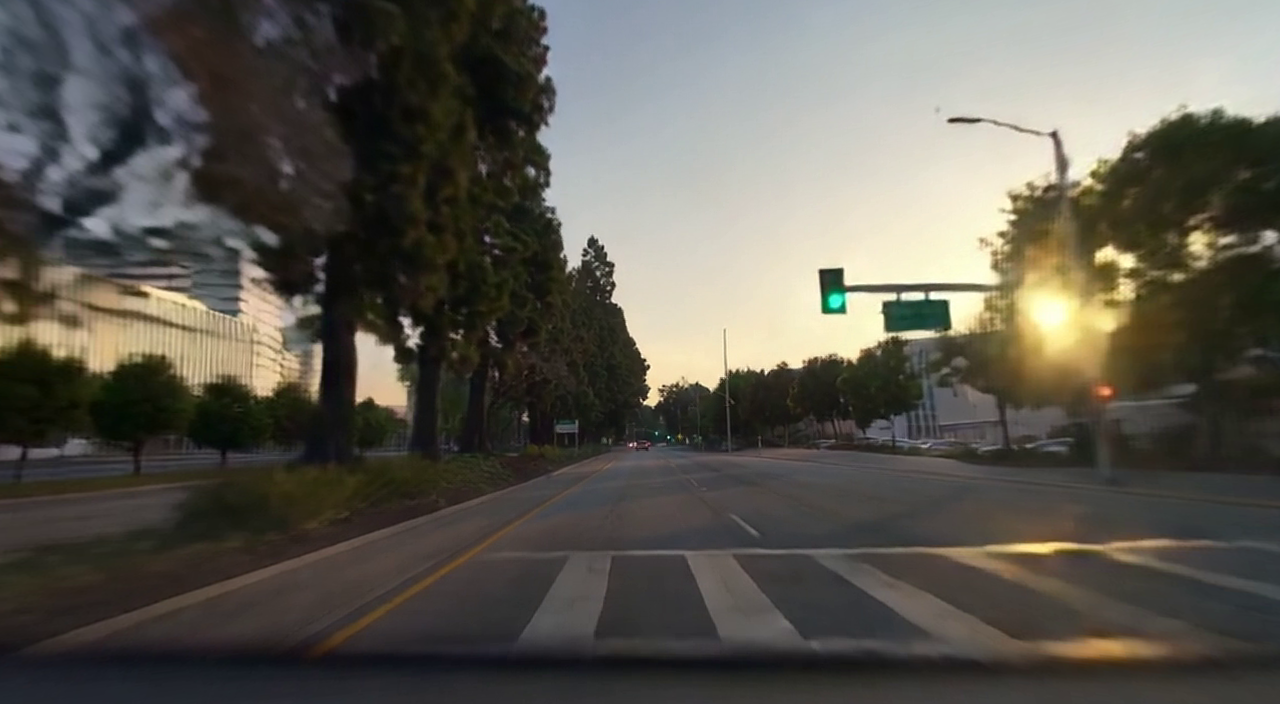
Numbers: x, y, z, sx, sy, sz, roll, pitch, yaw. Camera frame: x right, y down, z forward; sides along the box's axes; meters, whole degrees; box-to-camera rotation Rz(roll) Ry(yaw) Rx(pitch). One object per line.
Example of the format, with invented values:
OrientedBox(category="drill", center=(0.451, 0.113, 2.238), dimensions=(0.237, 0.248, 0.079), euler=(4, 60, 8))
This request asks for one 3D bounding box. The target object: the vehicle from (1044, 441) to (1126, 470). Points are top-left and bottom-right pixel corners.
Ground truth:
OrientedBox(category="vehicle", center=(24.630, 5.763, 35.126), dimensions=(1.579, 1.419, 3.726), euler=(-2, -10, -4))
